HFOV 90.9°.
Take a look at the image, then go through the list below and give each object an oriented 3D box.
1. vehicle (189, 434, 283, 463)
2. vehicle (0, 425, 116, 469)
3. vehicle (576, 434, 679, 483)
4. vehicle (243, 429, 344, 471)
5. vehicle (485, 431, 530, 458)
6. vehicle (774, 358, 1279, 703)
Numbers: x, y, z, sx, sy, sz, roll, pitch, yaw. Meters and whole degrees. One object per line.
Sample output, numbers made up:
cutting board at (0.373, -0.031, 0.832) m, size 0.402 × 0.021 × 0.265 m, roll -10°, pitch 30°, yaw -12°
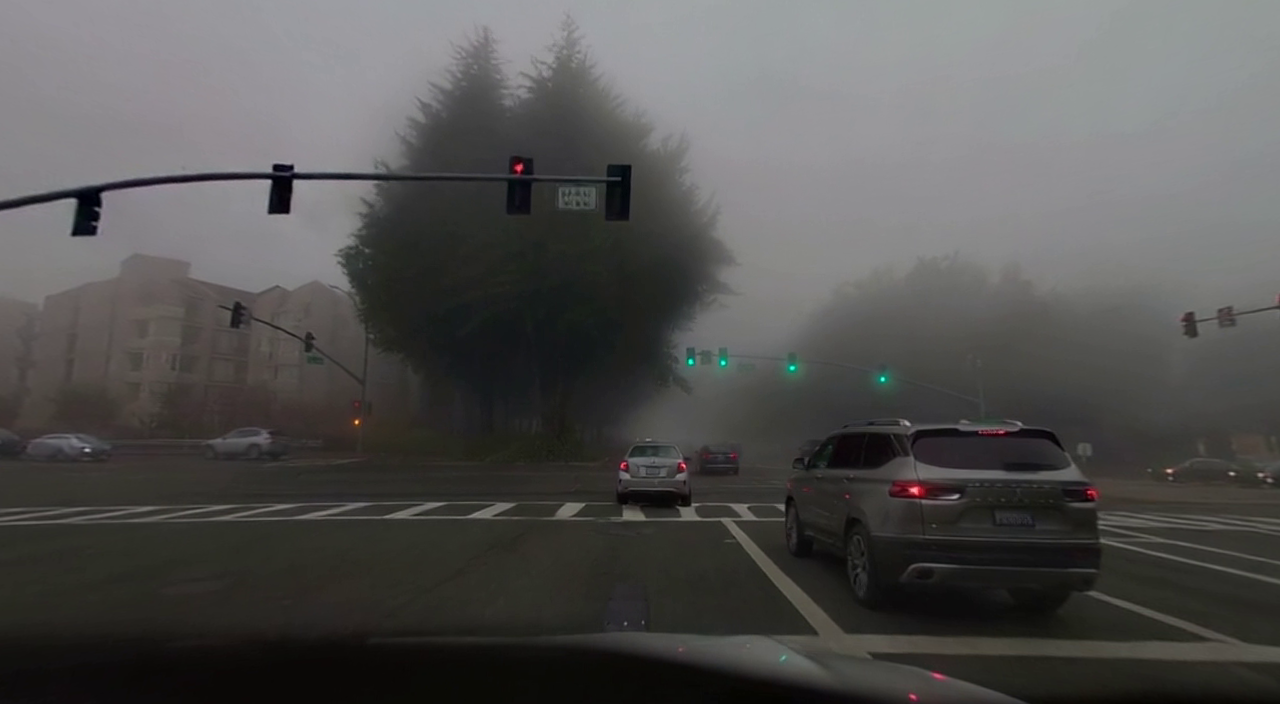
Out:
vehicle at (-22.287, 5.373, 34.882) m, size 3.979 × 1.457 × 1.795 m, roll 0°, pitch -10°, yaw 6°
vehicle at (-26.641, 4.245, 28.255) m, size 4.365 × 1.629 × 2.004 m, roll 4°, pitch -8°, yaw 1°
vehicle at (-0.549, 3.657, 21.925) m, size 2.009 × 1.480 × 4.423 m, roll 4°, pitch -9°, yaw -24°
vehicle at (-15.336, 4.321, 27.872) m, size 4.020 × 1.705 × 2.099 m, roll -5°, pitch -10°, yaw 32°
vehicle at (-9.981, 7.057, 47.963) m, size 2.190 × 1.978 × 4.575 m, roll 0°, pitch -8°, yaw 3°
vehicle at (2.724, 1.235, 5.292) m, size 2.115 × 1.737 × 4.642 m, roll 0°, pitch -8°, yaw -1°
